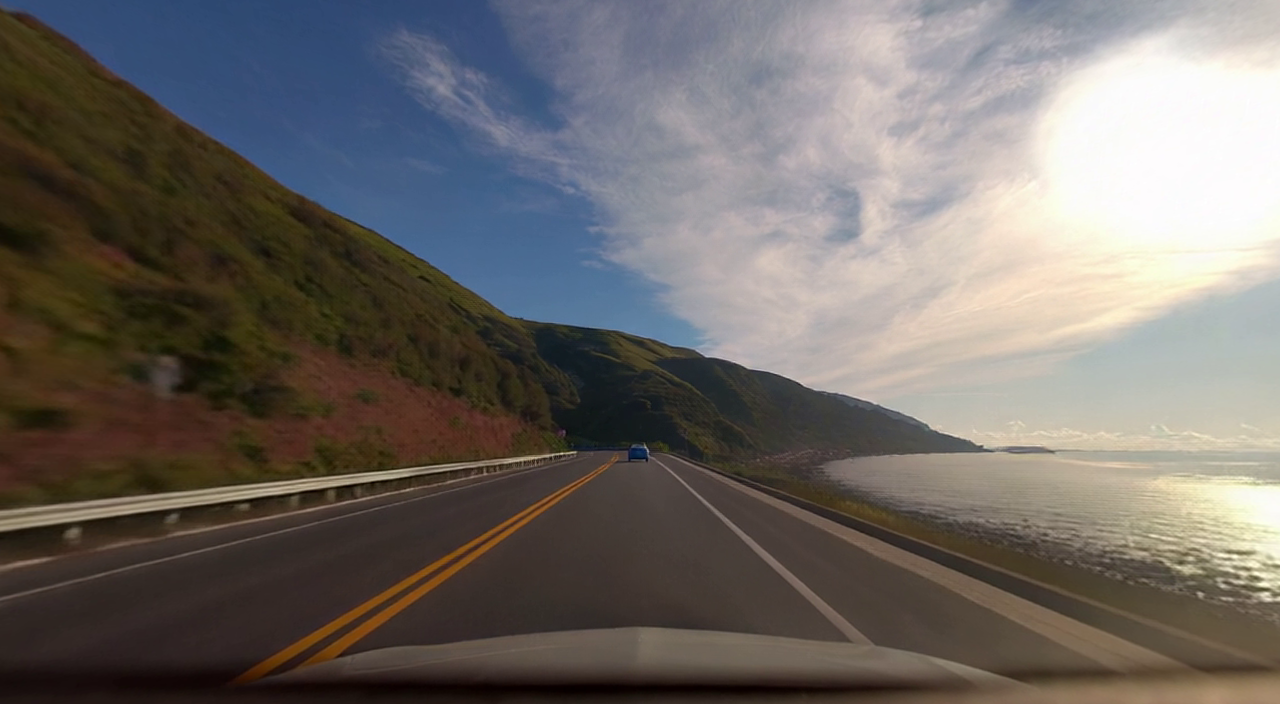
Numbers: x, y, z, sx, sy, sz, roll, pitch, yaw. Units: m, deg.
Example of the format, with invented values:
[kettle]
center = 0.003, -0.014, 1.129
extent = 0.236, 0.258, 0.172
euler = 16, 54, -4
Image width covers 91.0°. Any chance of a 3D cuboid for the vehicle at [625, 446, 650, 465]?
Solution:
[vehicle]
center = -0.233, 8.132, 49.670
extent = 1.912, 1.430, 3.811
euler = 0, -9, -1
